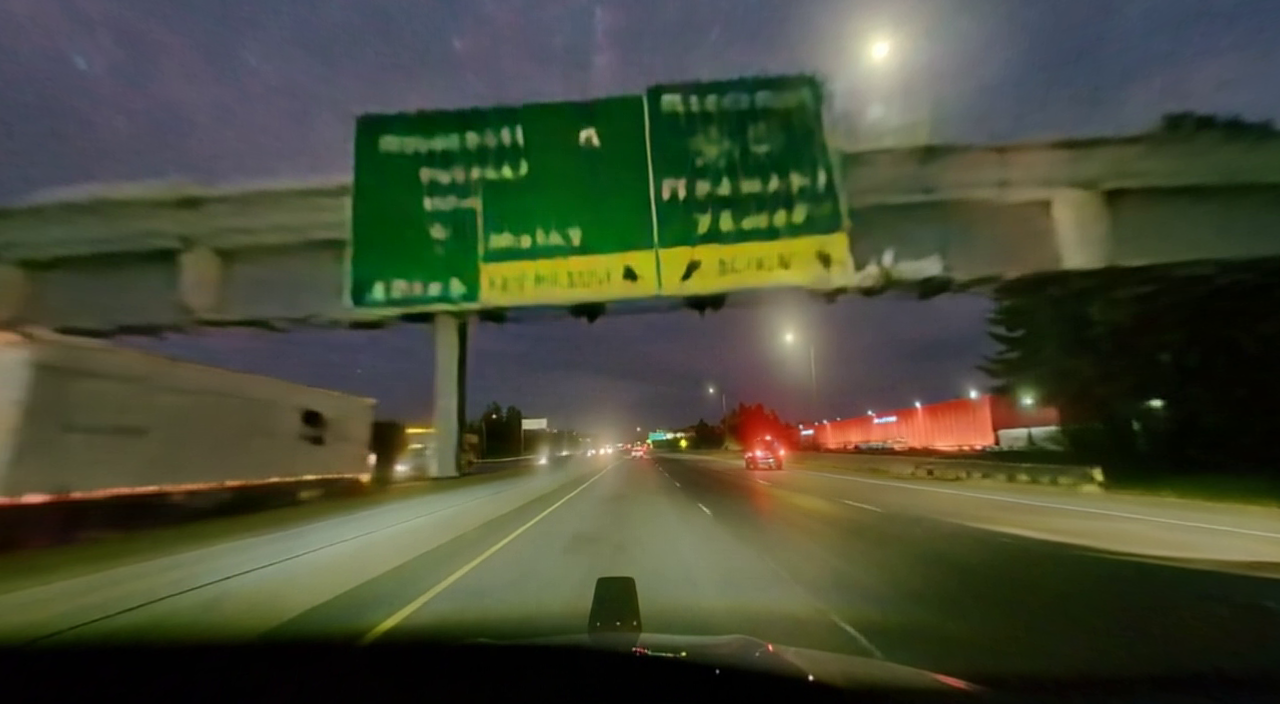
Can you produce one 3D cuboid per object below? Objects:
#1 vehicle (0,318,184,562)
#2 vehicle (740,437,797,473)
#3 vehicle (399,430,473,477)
[{"bbox_3d":[-12.080,1.623,11.405,2.959,3.982,5.948,0,-9,0],"label":"vehicle"},{"bbox_3d":[7.449,6.021,36.939,2.156,1.943,5.010,0,-9,-1],"label":"vehicle"},{"bbox_3d":[-15.906,8.025,49.831,2.796,3.307,8.869,0,-9,0],"label":"vehicle"}]
